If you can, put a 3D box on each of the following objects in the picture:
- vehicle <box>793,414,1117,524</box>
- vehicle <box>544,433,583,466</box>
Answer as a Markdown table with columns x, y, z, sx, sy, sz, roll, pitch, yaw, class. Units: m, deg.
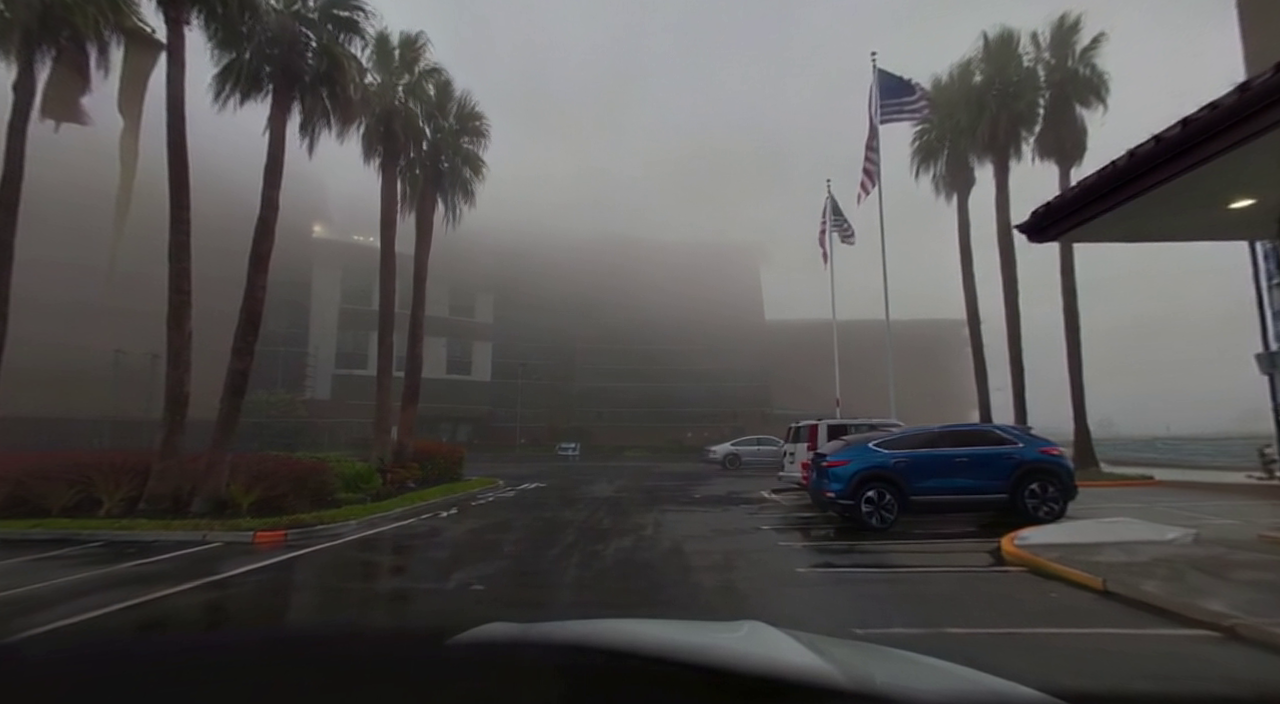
| x | y | z | sx | sy | sz | roll | pitch | yaw | class |
| --- | --- | --- | --- | --- | --- | --- | --- | --- | --- |
| 5.218 | 2.001 | 11.009 | 4.567 | 1.723 | 1.926 | 0 | -8 | 2 | vehicle |
| -5.401 | 6.892 | 44.876 | 1.943 | 1.890 | 4.472 | 3 | -4 | 3 | vehicle |
